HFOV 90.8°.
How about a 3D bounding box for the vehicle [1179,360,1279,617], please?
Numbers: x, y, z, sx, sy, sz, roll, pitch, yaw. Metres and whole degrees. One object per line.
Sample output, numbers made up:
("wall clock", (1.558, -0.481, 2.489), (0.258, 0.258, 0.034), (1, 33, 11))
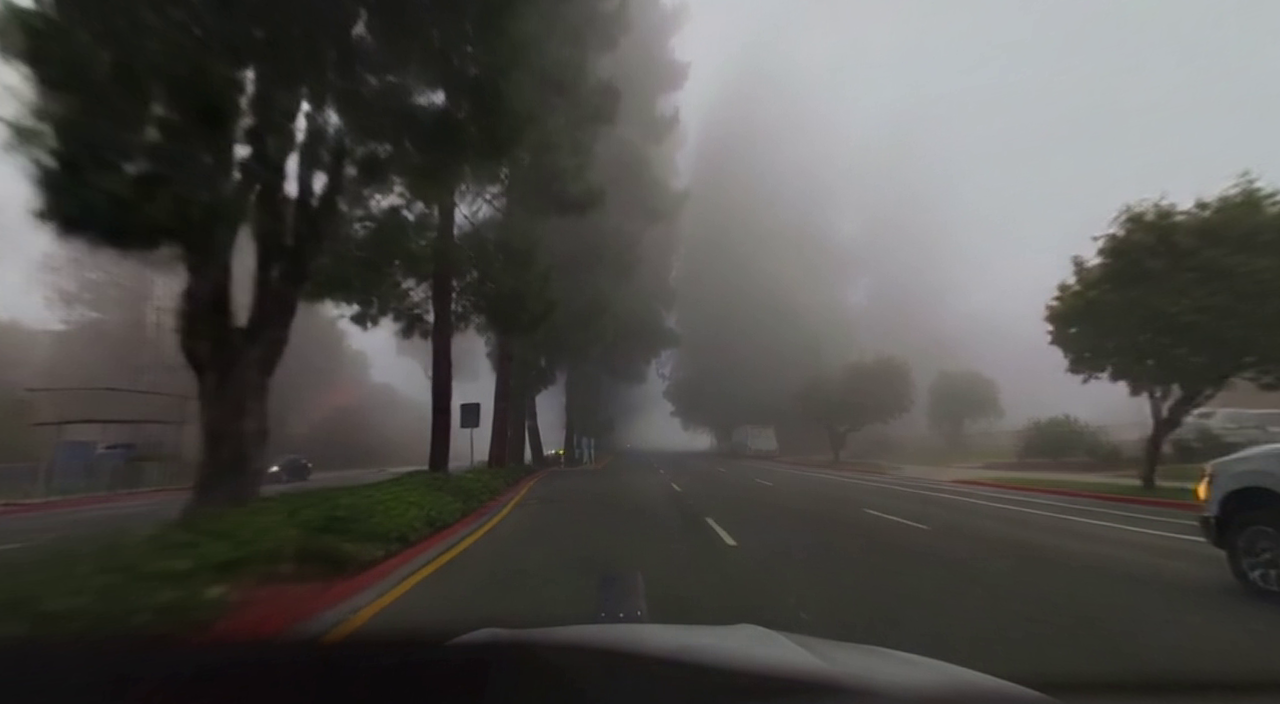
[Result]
("vehicle", (6.218, 0.702, 2.609), (2.493, 1.956, 6.125), (0, -9, -1))

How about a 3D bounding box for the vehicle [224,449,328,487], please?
("vehicle", (-19.513, 6.222, 34.306), (2.146, 1.848, 5.680), (-1, -9, 2))
